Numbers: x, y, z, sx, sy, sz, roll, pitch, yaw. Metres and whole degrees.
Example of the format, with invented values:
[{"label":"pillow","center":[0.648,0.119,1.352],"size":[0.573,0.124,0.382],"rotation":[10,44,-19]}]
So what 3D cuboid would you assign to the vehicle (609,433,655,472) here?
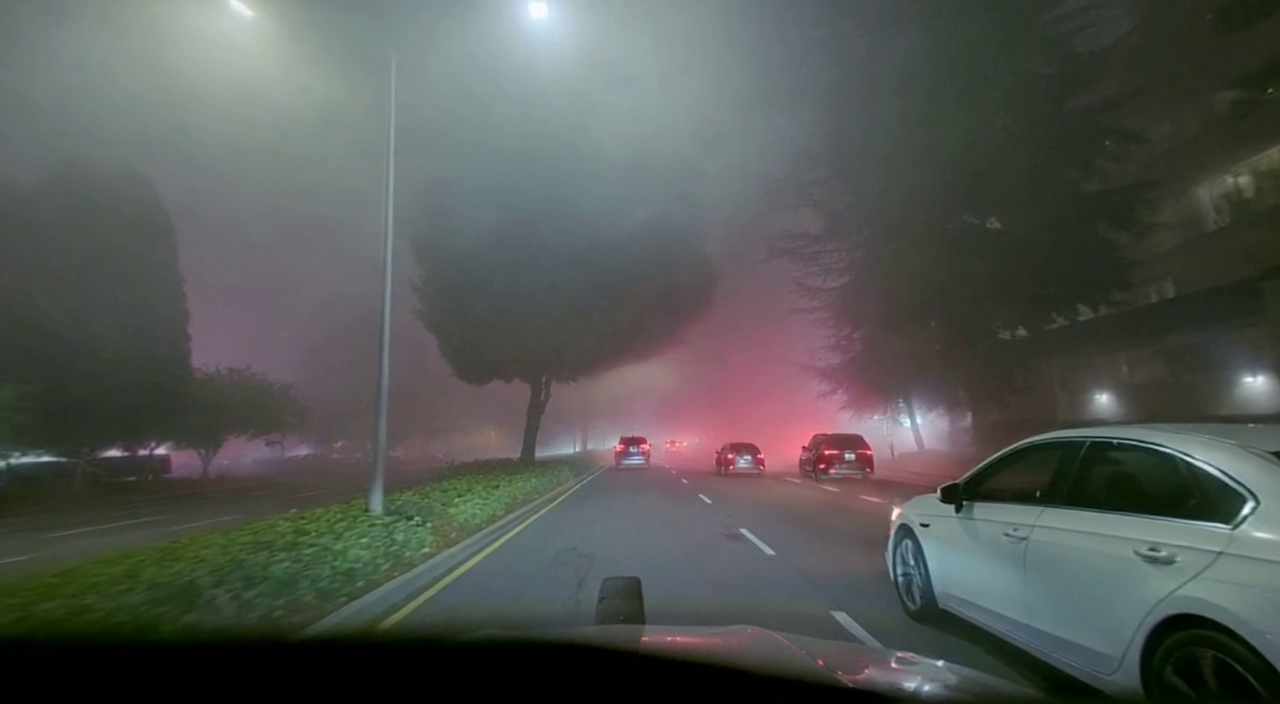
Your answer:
[{"label":"vehicle","center":[-0.377,4.939,31.248],"size":[2.106,1.798,4.168],"rotation":[0,-8,0]}]

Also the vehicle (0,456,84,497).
[{"label":"vehicle","center":[-28.476,5.668,28.949],"size":[1.973,1.659,4.397],"rotation":[0,-8,-2]}]

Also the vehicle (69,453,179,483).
[{"label":"vehicle","center":[-30.876,6.908,37.882],"size":[4.678,1.692,2.118],"rotation":[0,-8,0]}]

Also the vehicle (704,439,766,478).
[{"label":"vehicle","center":[3.775,4.303,25.843],"size":[1.883,1.452,4.258],"rotation":[0,-8,0]}]

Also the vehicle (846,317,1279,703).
[{"label":"vehicle","center":[2.993,0.959,3.466],"size":[2.153,1.658,4.485],"rotation":[0,-8,-1]}]
